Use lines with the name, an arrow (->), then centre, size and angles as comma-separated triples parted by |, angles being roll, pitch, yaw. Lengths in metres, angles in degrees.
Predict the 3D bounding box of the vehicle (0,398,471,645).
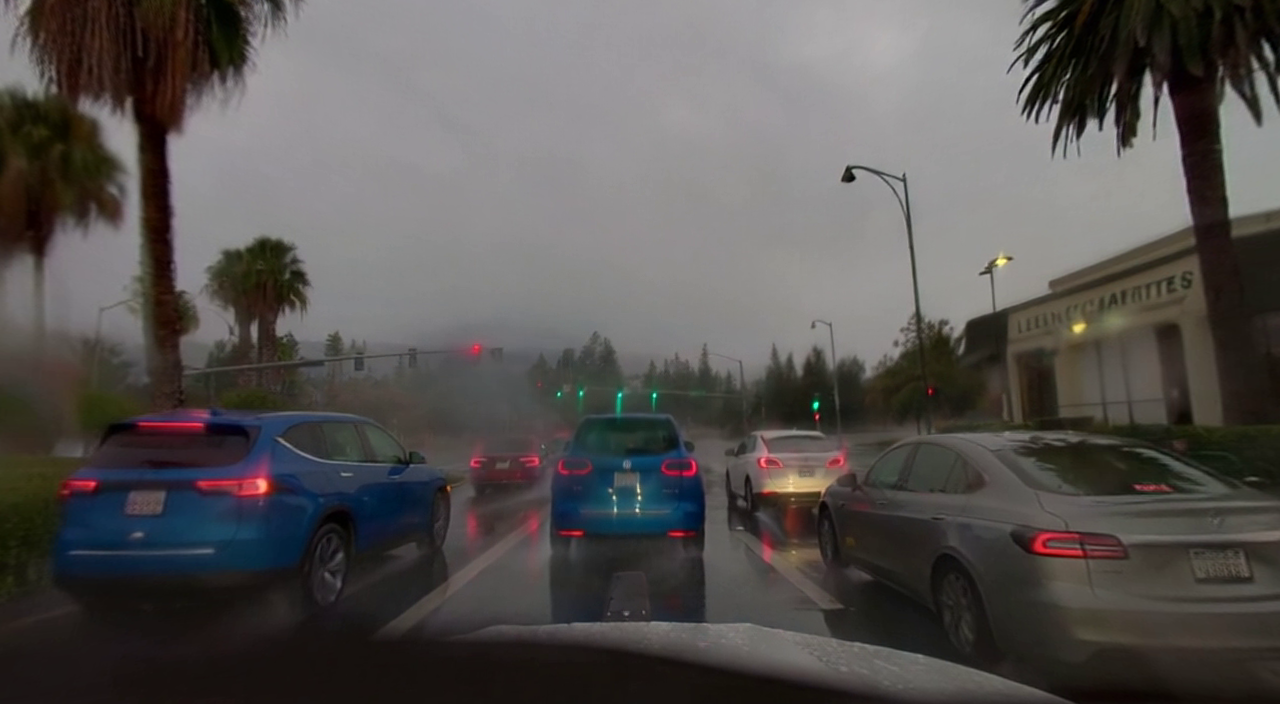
vehicle -> -3.351, 1.397, 6.254 | 2.014, 1.534, 4.455 | 0, -9, 1

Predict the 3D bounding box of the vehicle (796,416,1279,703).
vehicle -> 2.968, 1.412, 5.451 | 2.017, 1.491, 4.611 | 0, -8, -1

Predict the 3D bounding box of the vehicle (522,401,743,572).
vehicle -> -0.140, 1.708, 8.763 | 2.280, 1.747, 4.361 | 0, -8, -2
